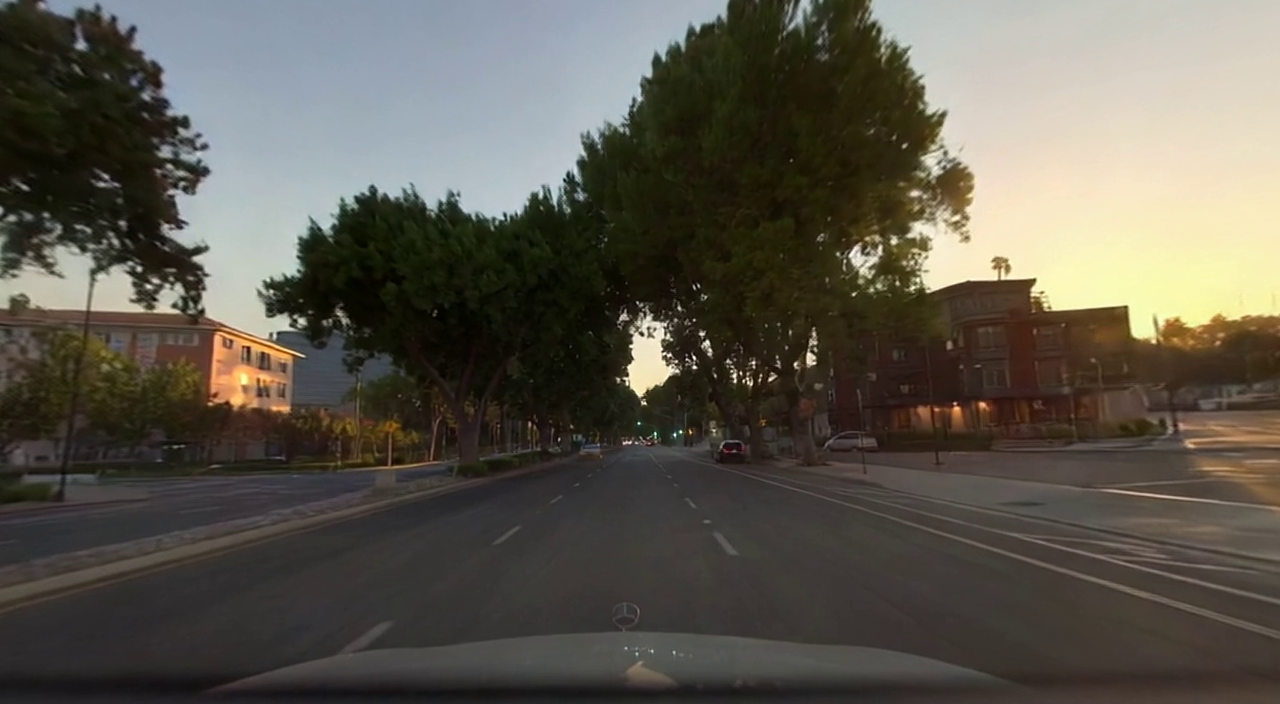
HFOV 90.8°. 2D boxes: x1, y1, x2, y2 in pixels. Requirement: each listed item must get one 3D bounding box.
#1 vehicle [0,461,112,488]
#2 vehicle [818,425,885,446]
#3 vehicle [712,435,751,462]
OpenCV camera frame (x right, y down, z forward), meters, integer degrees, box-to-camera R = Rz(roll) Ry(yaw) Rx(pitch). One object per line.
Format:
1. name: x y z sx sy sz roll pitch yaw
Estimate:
1. vehicle: -32.482 6.800 35.235 4.359 1.405 1.831 0 -8 -2
2. vehicle: 15.712 6.265 47.105 4.320 1.492 1.835 0 -8 3
3. vehicle: 6.078 6.479 42.413 1.986 1.682 4.341 0 -8 0
